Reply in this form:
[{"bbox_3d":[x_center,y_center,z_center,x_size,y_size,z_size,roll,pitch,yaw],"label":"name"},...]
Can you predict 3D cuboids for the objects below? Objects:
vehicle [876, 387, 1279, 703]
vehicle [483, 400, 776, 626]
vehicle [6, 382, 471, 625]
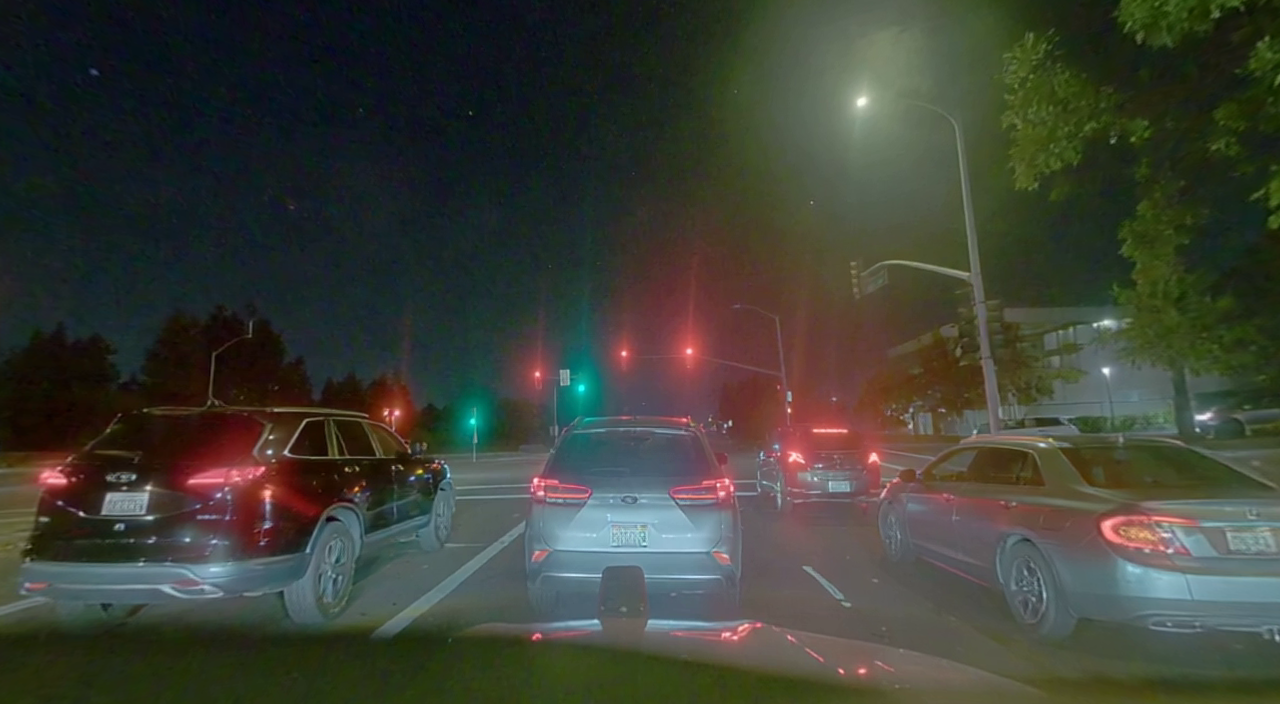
[{"bbox_3d":[3.584,1.202,4.606,2.010,1.486,4.498,0,-8,1],"label":"vehicle"},{"bbox_3d":[-0.055,1.400,6.305,2.047,1.579,3.642,0,-8,1],"label":"vehicle"},{"bbox_3d":[-3.559,1.421,6.851,2.014,1.755,4.360,0,-8,3],"label":"vehicle"}]
